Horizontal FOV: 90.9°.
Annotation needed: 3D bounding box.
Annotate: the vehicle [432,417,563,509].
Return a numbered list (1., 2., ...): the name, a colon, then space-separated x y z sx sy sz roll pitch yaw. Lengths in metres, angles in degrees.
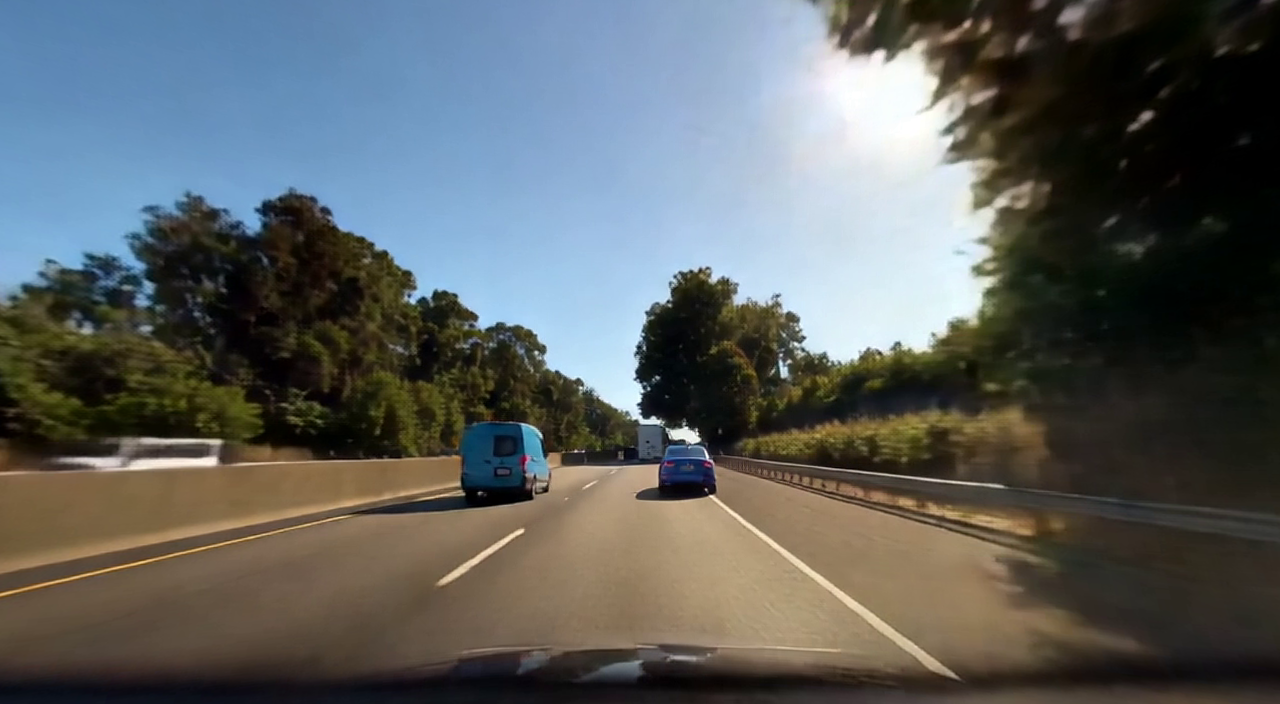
1. vehicle: -3.497 2.866 16.632 2.217 2.033 4.975 0 -9 1

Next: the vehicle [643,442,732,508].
1. vehicle: 1.081 3.093 16.211 2.012 1.485 3.649 0 -9 0
